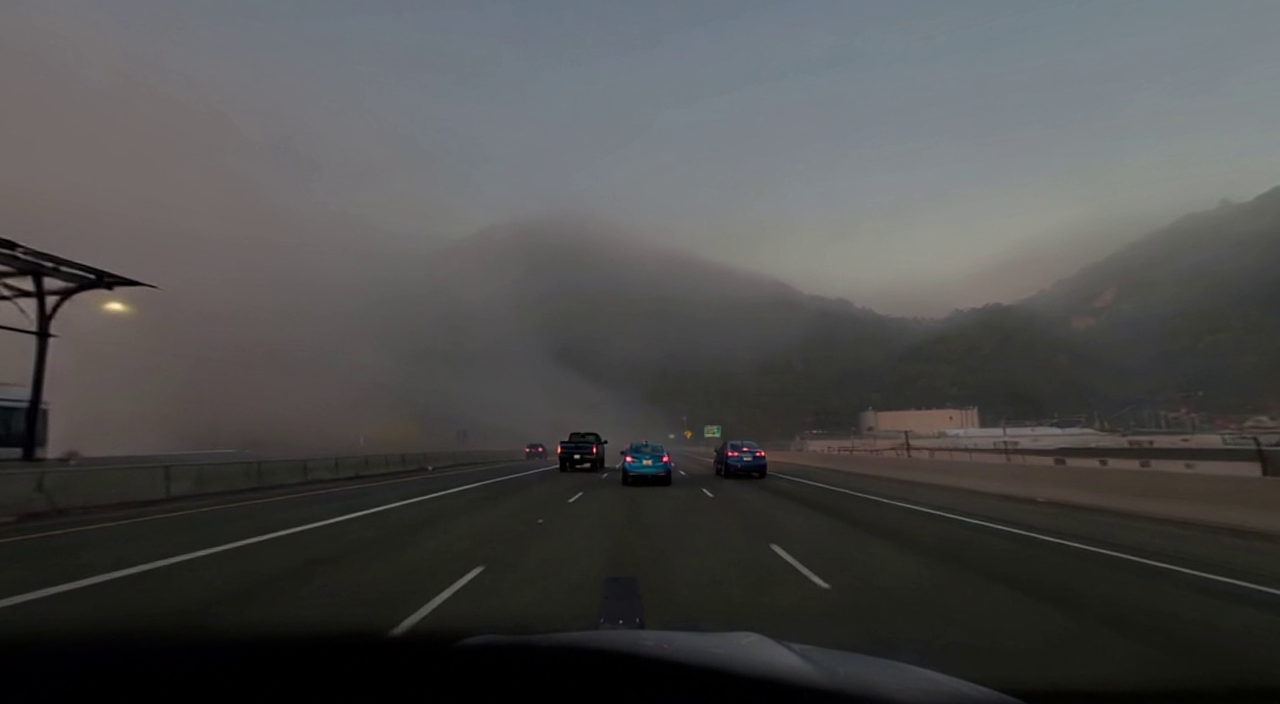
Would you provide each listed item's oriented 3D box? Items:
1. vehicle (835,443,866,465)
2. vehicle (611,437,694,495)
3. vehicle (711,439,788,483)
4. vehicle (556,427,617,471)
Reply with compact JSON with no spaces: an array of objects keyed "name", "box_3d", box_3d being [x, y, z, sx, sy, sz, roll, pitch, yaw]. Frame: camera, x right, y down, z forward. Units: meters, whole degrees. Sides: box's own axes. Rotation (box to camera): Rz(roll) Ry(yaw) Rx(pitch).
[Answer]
[{"name":"vehicle","box_3d":[16.389,7.946,49.221,1.778,1.564,3.906,-1,-9,11]},{"name":"vehicle","box_3d":[0.313,3.293,18.534,2.171,1.493,4.081,0,-8,0]},{"name":"vehicle","box_3d":[4.015,4.080,23.929,2.023,1.510,4.773,0,-8,-1]},{"name":"vehicle","box_3d":[-2.830,5.441,35.480,2.733,2.230,6.820,0,-8,1]}]
